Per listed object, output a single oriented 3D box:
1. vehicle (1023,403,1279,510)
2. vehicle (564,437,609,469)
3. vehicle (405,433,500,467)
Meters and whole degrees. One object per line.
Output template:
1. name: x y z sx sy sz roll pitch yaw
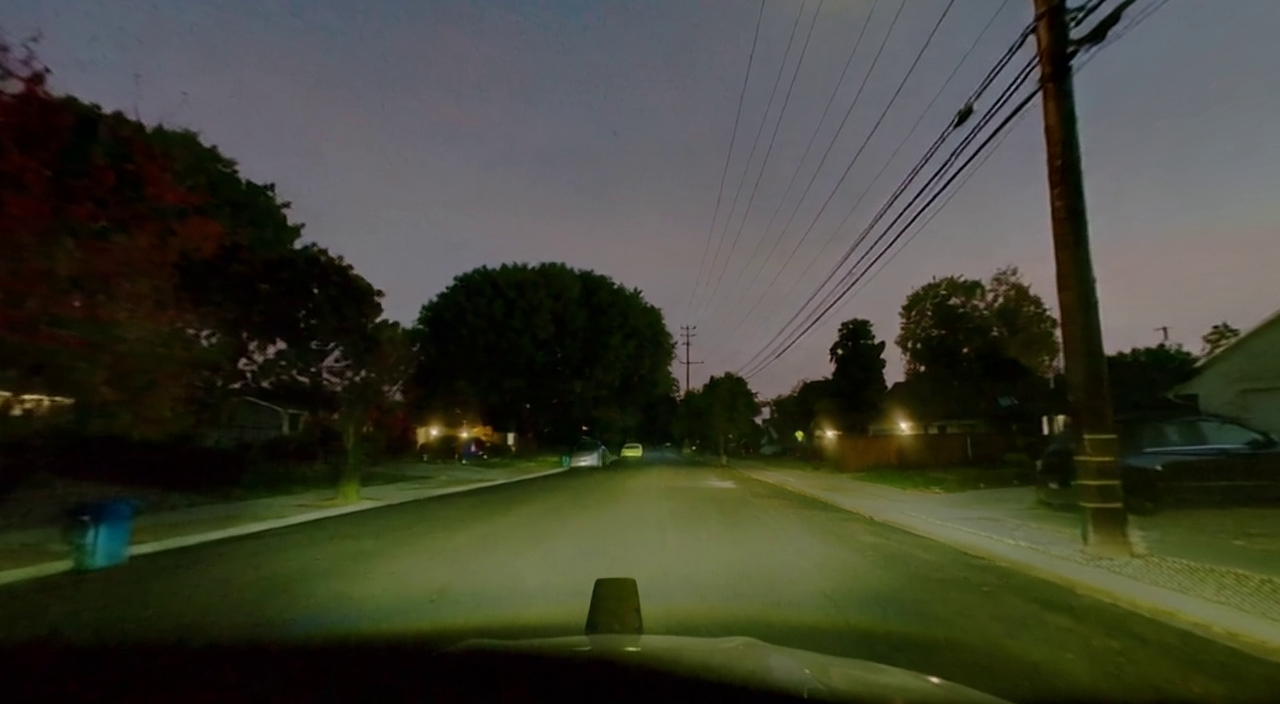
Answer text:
1. vehicle: 11.133 2.017 12.376 5.693 1.886 2.235 0 -8 4
2. vehicle: -3.920 7.640 47.736 2.739 2.164 6.065 -2 -9 1
3. vehicle: -11.252 5.921 38.230 5.033 1.997 2.126 0 -8 2
